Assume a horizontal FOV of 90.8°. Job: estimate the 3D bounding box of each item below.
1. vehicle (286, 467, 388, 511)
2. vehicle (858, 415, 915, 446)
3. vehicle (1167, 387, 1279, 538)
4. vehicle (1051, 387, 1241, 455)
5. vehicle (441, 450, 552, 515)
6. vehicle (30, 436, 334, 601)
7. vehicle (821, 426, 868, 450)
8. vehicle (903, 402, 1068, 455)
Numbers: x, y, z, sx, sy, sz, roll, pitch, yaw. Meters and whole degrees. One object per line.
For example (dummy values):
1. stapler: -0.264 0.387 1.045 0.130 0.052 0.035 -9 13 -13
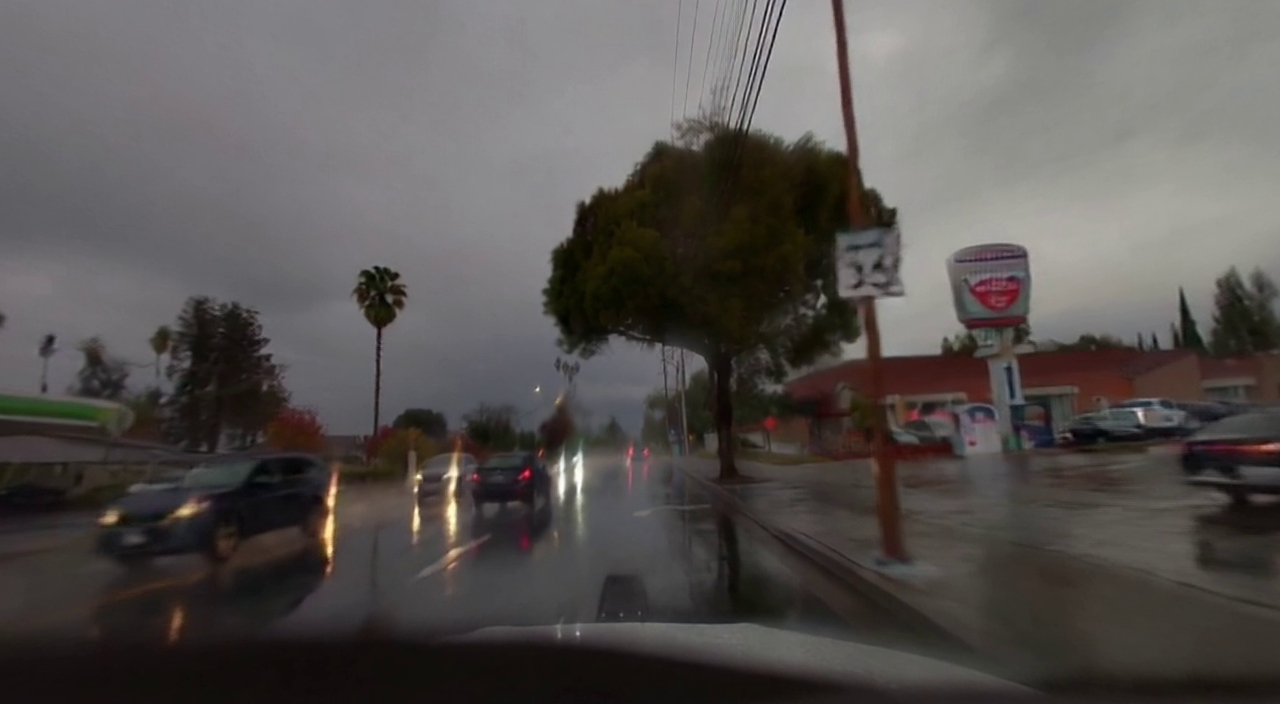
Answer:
1. vehicle: -12.279 5.553 25.965 1.935 1.463 4.449 0 -9 1
2. vehicle: 17.436 5.631 44.933 2.014 2.048 4.717 0 -9 -1
3. vehicle: 7.909 1.197 7.043 4.000 1.440 1.746 5 -10 -30
4. vehicle: 19.758 2.805 25.023 4.982 2.516 2.697 -2 -9 11
5. vehicle: -3.602 3.342 16.724 1.943 1.455 4.414 0 -9 -1
6. vehicle: -6.853 2.399 10.151 1.855 1.721 4.329 -9 -7 -6
7. vehicle: 14.405 6.108 44.646 1.835 1.549 4.178 0 -9 -1
8. vehicle: 13.927 3.161 25.799 5.266 2.021 2.329 -1 -9 4
